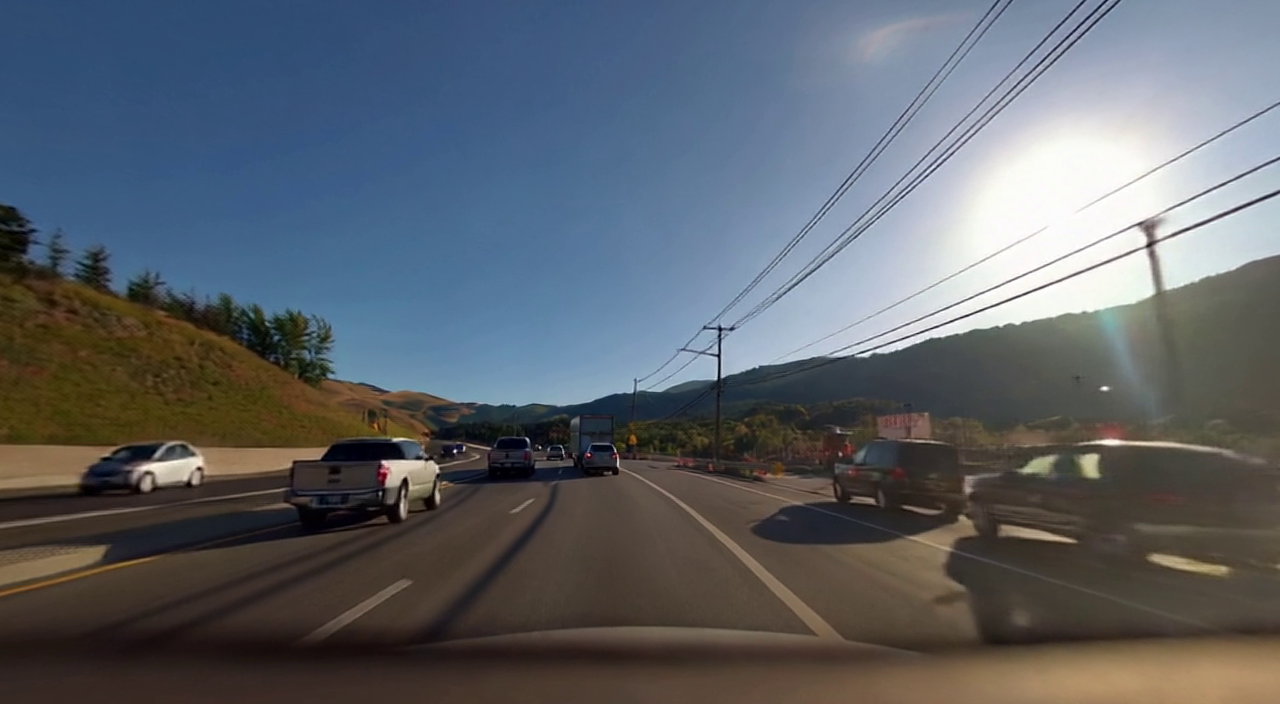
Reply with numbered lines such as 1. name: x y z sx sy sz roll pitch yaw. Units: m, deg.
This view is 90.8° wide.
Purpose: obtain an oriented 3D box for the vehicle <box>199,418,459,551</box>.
1. vehicle: -4.759 2.085 10.665 2.185 1.721 4.550 0 -9 -2

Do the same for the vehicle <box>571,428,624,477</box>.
1. vehicle: -2.268 5.157 32.666 2.486 2.280 5.291 1 -9 -6

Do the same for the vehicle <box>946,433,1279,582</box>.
1. vehicle: 6.362 1.941 8.844 1.877 1.503 4.653 0 -9 1

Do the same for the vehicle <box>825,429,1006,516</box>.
1. vehicle: 6.340 2.814 15.279 2.058 1.747 4.585 1 -9 -4

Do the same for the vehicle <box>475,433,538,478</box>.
1. vehicle: -6.440 5.078 31.195 2.345 2.012 5.693 1 -9 -5

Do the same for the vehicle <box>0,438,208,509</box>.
1. vehicle: -13.795 3.096 16.612 1.930 1.591 4.408 0 -9 -3
